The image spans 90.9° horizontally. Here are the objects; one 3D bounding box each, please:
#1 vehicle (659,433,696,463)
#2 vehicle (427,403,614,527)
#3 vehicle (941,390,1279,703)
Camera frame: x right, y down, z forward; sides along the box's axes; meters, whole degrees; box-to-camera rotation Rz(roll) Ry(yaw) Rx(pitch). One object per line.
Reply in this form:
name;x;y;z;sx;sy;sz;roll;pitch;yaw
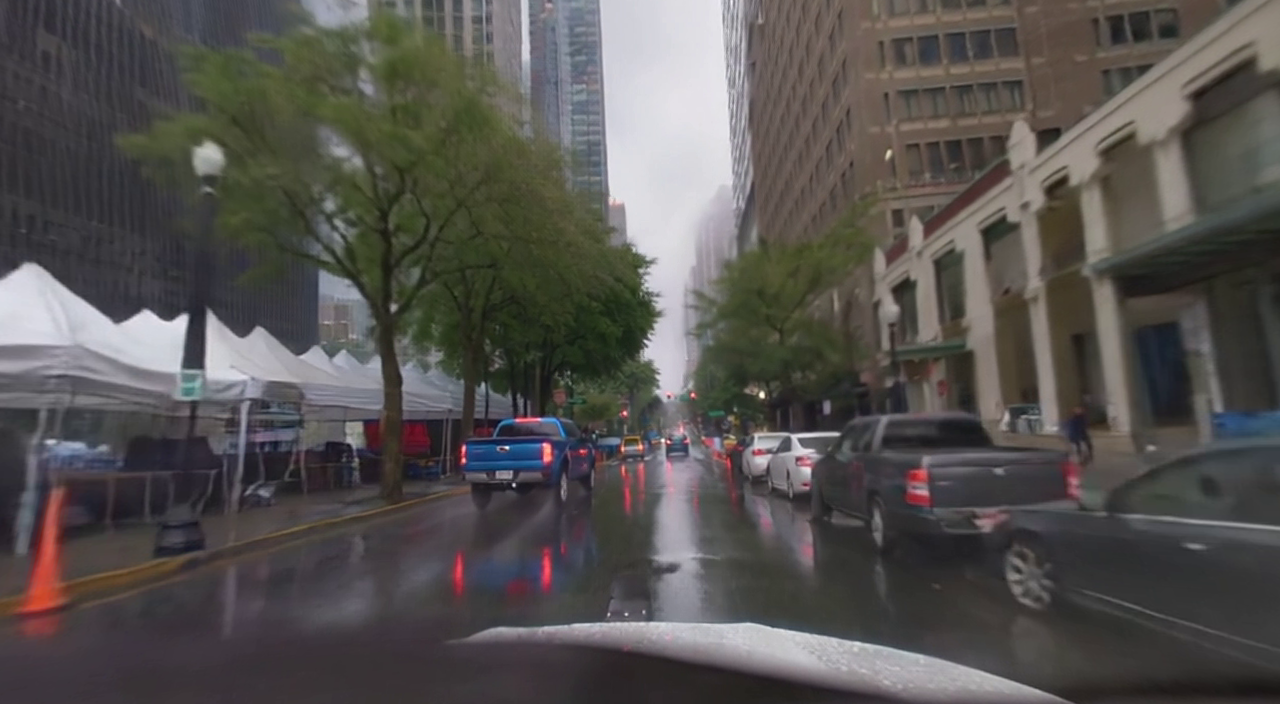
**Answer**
vehicle;2.410;6.177;40.737;2.183;1.784;4.317;-1;-8;3
vehicle;-2.032;2.215;12.939;2.452;1.954;5.653;-1;-8;3
vehicle;3.740;0.968;3.030;2.212;1.493;4.795;0;-8;0
